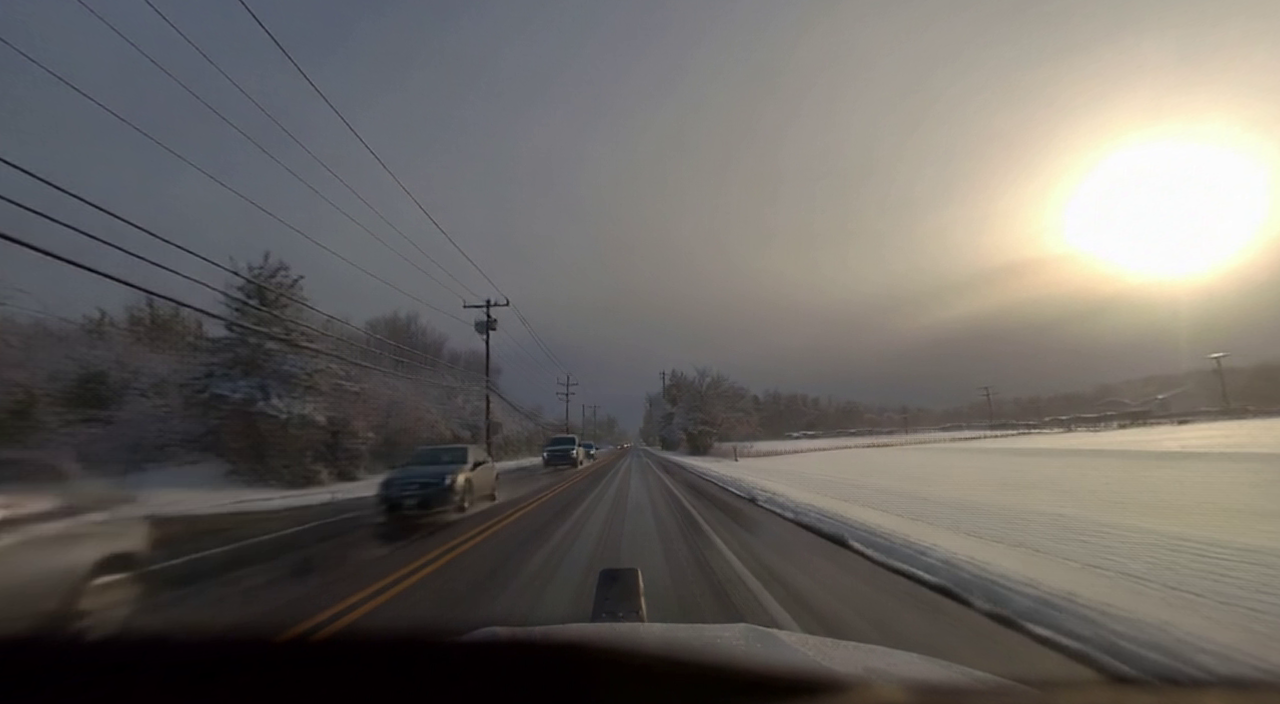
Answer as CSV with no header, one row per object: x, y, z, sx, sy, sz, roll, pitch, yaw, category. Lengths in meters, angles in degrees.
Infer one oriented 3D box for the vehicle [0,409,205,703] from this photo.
-4.657,1.069,2.795,2.153,1.630,4.822,-1,-8,-2,vehicle

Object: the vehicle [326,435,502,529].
-4.701,2.731,14.106,2.224,1.612,4.927,-2,-8,-1,vehicle

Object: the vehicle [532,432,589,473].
-4.737,6.083,38.735,2.762,2.167,6.359,-2,-8,-2,vehicle
